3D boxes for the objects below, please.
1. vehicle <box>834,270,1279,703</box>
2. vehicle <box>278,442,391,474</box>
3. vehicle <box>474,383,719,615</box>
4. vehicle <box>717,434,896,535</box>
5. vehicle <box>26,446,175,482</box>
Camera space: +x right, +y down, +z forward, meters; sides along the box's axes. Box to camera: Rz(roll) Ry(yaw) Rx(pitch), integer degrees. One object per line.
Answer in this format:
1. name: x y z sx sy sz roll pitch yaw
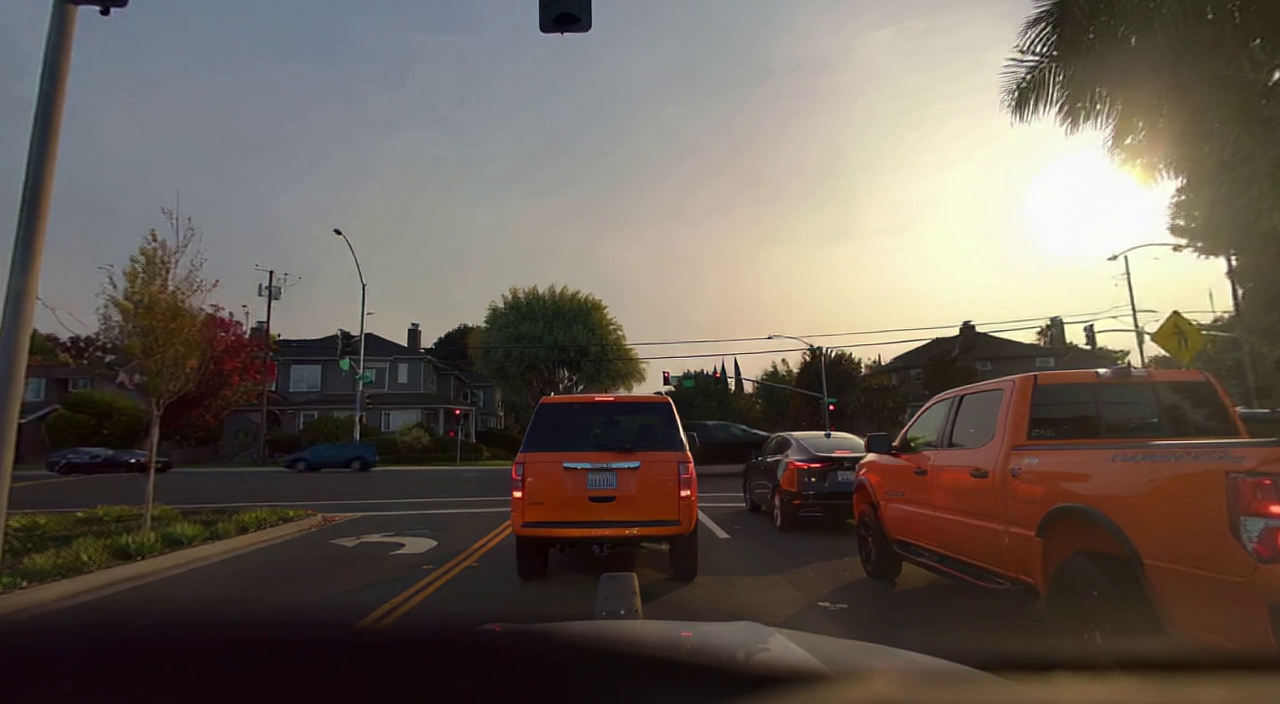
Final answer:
1. vehicle: 2.976 0.943 3.889 1.886 1.849 5.070 0 -8 -1
2. vehicle: -15.224 5.289 31.731 4.718 1.530 1.747 1 -8 -10
3. vehicle: -0.240 1.386 6.689 1.915 1.780 3.379 -1 -8 4
4. vehicle: 2.713 2.267 11.530 1.952 1.465 4.421 0 -8 -2
5. vehicle: -22.967 4.773 27.062 4.533 1.350 1.714 0 -7 -8
